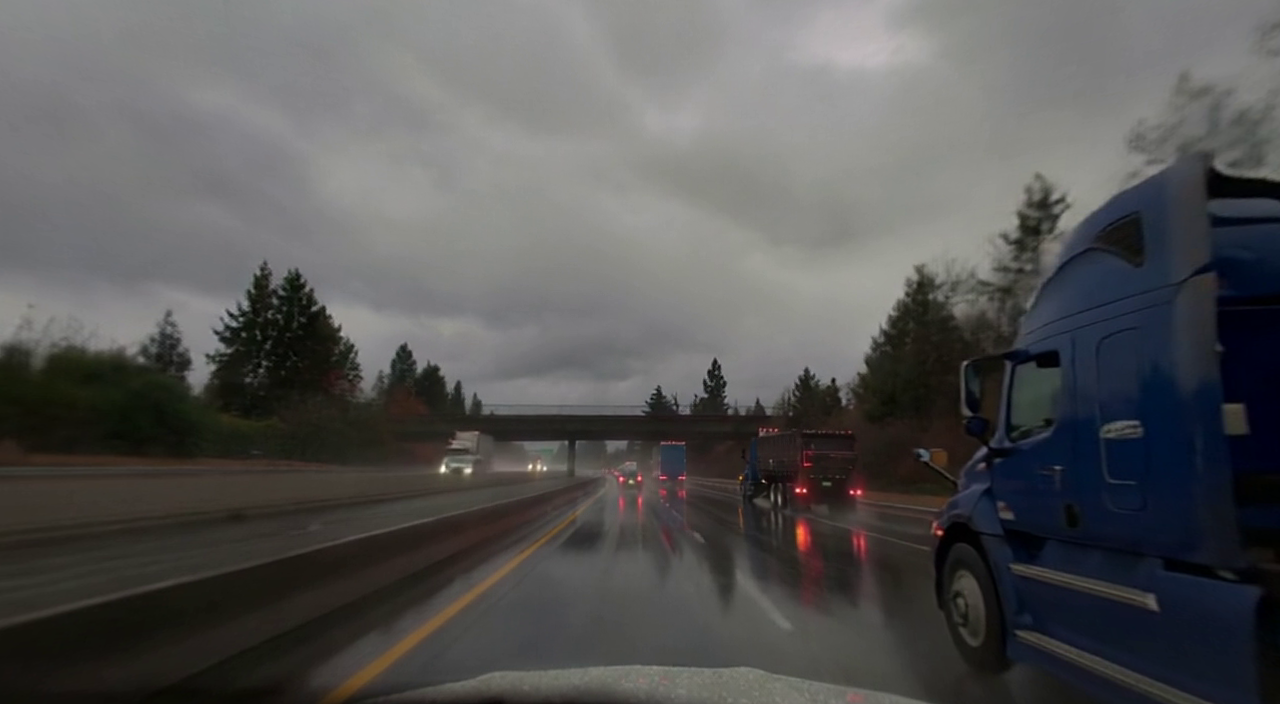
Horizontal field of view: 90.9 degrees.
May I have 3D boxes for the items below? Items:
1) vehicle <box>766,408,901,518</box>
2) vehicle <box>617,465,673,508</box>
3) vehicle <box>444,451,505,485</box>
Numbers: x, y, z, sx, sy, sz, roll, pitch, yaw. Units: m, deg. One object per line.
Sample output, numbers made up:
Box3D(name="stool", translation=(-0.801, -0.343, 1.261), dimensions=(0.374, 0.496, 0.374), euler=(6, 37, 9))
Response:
Box3D(name="vehicle", translation=(7.393, 4.521, 25.574), dimensions=(2.839, 3.684, 8.091), euler=(1, -11, 0))
Box3D(name="vehicle", translation=(0.183, 5.343, 25.271), dimensions=(2.067, 1.552, 3.601), euler=(1, -11, 0))
Box3D(name="vehicle", translation=(-8.915, 6.358, 34.447), dimensions=(1.963, 1.668, 4.888), euler=(1, -11, 0))
